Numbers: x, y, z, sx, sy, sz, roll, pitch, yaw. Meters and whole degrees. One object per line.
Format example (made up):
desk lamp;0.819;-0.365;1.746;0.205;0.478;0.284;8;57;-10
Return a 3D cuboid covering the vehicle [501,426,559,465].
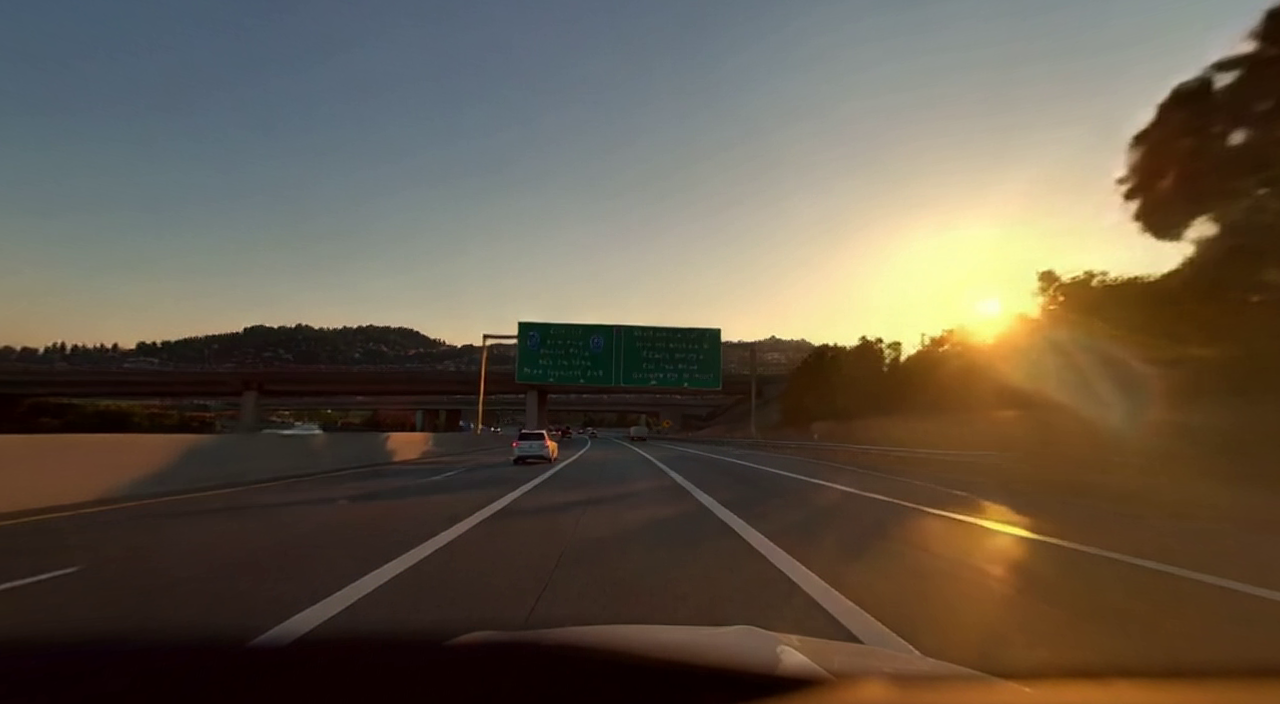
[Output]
vehicle;-4.634;4.008;27.122;1.878;1.548;3.966;0;-8;-1

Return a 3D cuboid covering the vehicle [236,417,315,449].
vehicle;-21.475;4.835;37.295;1.923;1.737;4.698;1;-8;-2
